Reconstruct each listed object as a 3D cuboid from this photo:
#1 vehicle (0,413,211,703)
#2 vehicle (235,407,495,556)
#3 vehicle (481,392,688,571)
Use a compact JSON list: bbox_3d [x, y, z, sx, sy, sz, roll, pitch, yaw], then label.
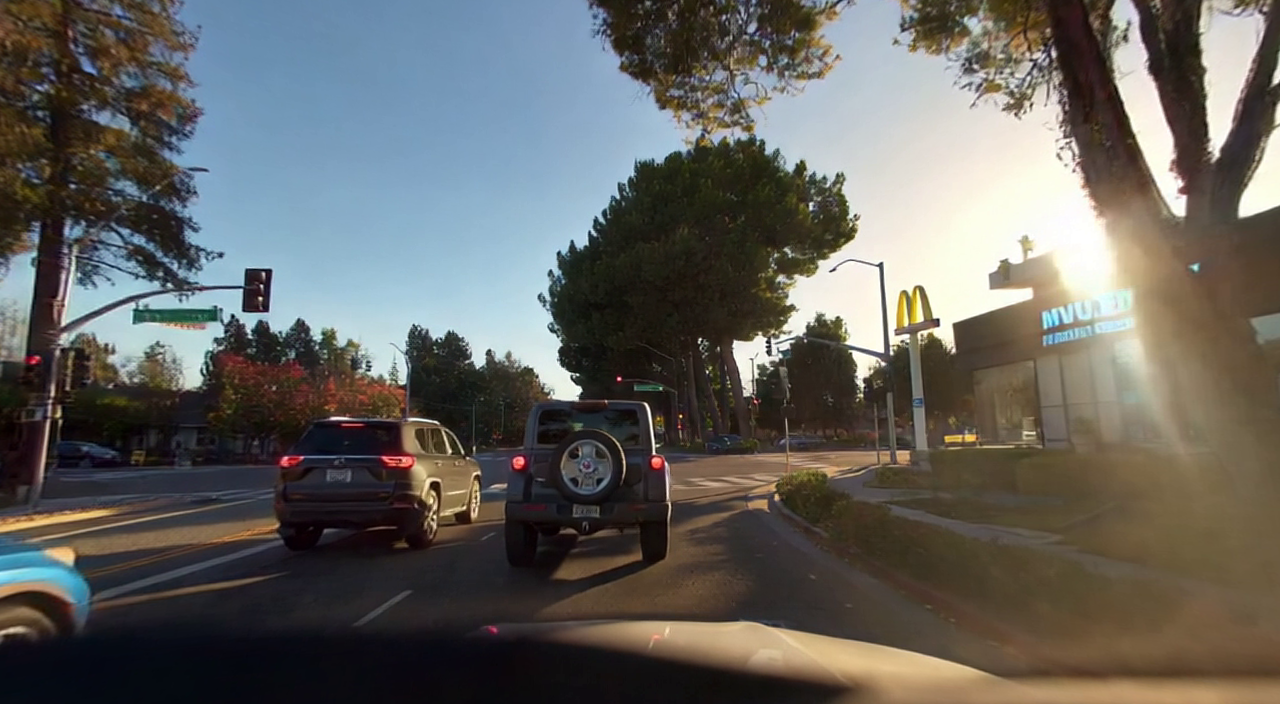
[{"bbox_3d":[-3.886,0.886,1.963,1.941,1.479,4.541,0,-8,-1],"label":"vehicle"},{"bbox_3d":[-3.928,1.937,10.124,2.130,1.819,4.497,0,-8,0],"label":"vehicle"},{"bbox_3d":[-0.667,1.746,9.243,2.224,1.923,4.643,0,-8,-2],"label":"vehicle"}]
